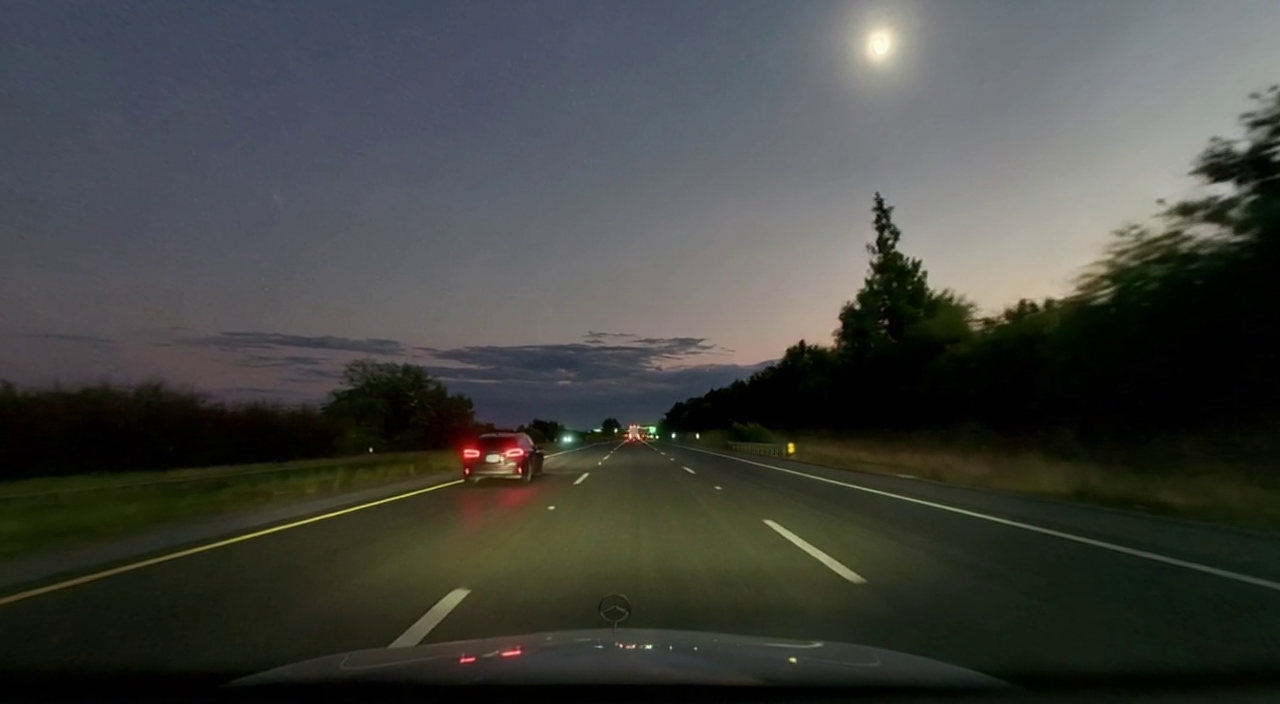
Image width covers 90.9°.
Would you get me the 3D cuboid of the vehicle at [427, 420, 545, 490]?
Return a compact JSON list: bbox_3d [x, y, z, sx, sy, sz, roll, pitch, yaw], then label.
[{"bbox_3d":[-4.081,2.805,17.612,2.185,1.677,4.390,0,-8,0],"label":"vehicle"}]
